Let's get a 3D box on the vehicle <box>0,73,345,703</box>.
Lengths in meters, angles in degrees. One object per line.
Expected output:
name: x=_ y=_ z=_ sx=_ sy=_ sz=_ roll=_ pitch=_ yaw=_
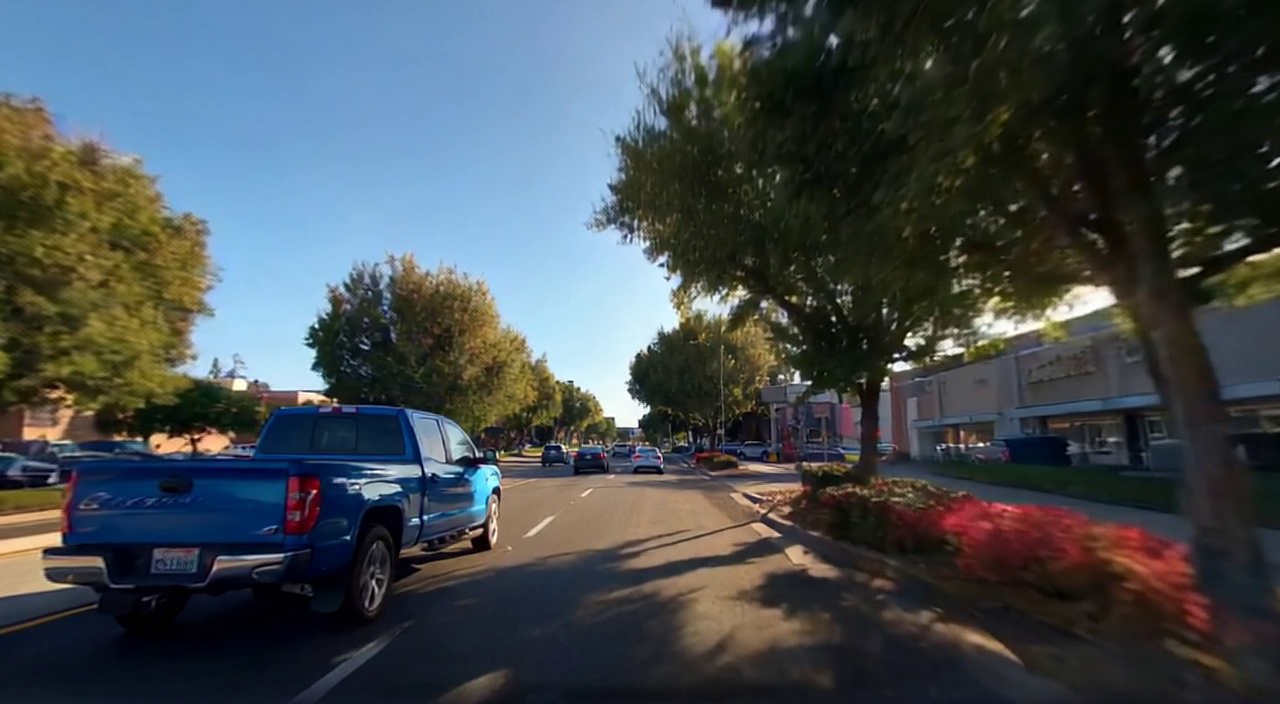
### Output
vehicle: x=-3.431 y=0.290 z=1.430 sx=2.733 sy=2.495 sz=5.037 roll=0 pitch=-8 yaw=4

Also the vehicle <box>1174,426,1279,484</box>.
vehicle: x=21.915 y=3.555 z=21.757 sx=4.957 sy=1.882 sz=2.031 roll=-6 pitch=-10 yaw=38

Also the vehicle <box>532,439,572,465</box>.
vehicle: x=-6.524 y=7.498 z=47.197 sx=2.146 sy=1.788 sz=5.153 roll=0 pitch=-8 yaw=2

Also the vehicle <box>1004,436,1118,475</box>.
vehicle: x=20.913 y=5.141 z=31.424 sx=4.501 sy=1.780 sz=2.082 roll=-5 pitch=-9 yaw=30

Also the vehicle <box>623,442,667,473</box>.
vehicle: x=0.294 y=5.624 z=33.884 sx=2.191 sy=1.530 sz=4.470 roll=0 pitch=-8 yaw=1

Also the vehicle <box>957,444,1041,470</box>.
vehicle: x=22.682 y=6.609 z=39.728 sx=4.437 sy=1.485 sz=2.027 roll=-4 pitch=-9 yaw=32
